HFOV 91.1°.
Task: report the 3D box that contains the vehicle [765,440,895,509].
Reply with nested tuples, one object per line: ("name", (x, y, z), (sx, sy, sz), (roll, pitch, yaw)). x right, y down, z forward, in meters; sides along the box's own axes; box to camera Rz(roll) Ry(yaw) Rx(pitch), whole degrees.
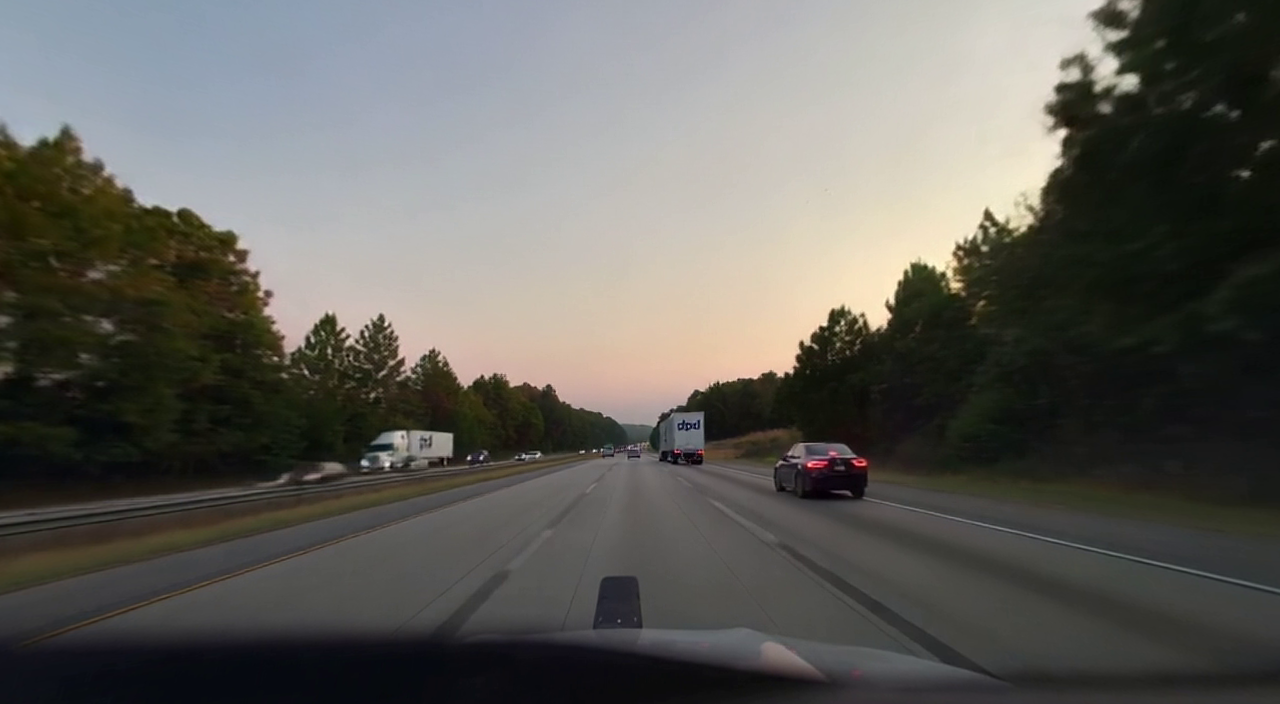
("vehicle", (4.510, 2.952, 15.574), (1.910, 1.474, 3.776), (0, -9, -2))

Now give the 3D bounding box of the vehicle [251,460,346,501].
("vehicle", (-13.300, 4.994, 24.713), (1.744, 1.368, 3.580), (0, -9, -1))

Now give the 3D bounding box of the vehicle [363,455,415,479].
("vehicle", (-17.036, 7.796, 42.910), (1.841, 1.468, 4.174), (0, -9, 0))
